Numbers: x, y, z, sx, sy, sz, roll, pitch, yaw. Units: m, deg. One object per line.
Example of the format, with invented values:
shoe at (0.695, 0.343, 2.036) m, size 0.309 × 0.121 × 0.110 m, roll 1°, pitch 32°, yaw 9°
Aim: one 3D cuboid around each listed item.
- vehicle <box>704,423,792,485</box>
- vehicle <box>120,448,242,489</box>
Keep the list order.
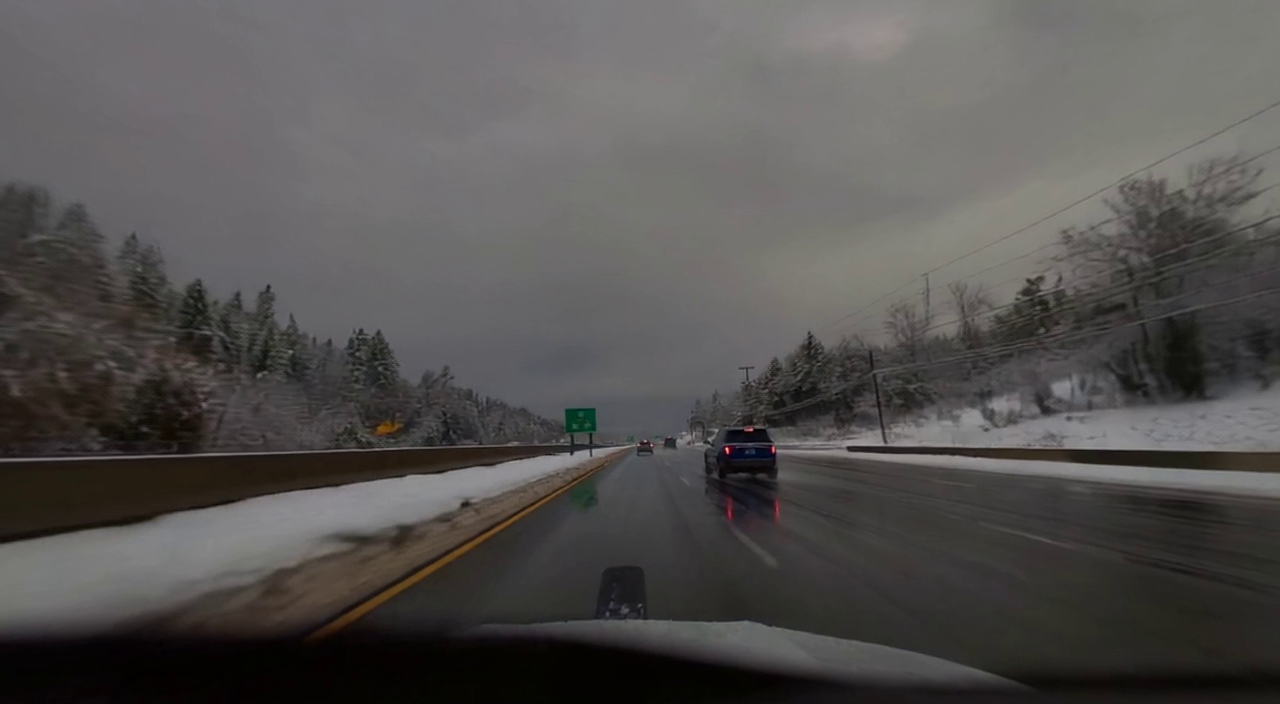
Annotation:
vehicle at (3.492, 3.395, 21.296) m, size 2.120 × 1.832 × 4.287 m, roll 0°, pitch -8°, yaw -1°
vehicle at (-17.994, 4.543, 24.961) m, size 2.039 × 1.458 × 3.724 m, roll 0°, pitch -8°, yaw -1°
